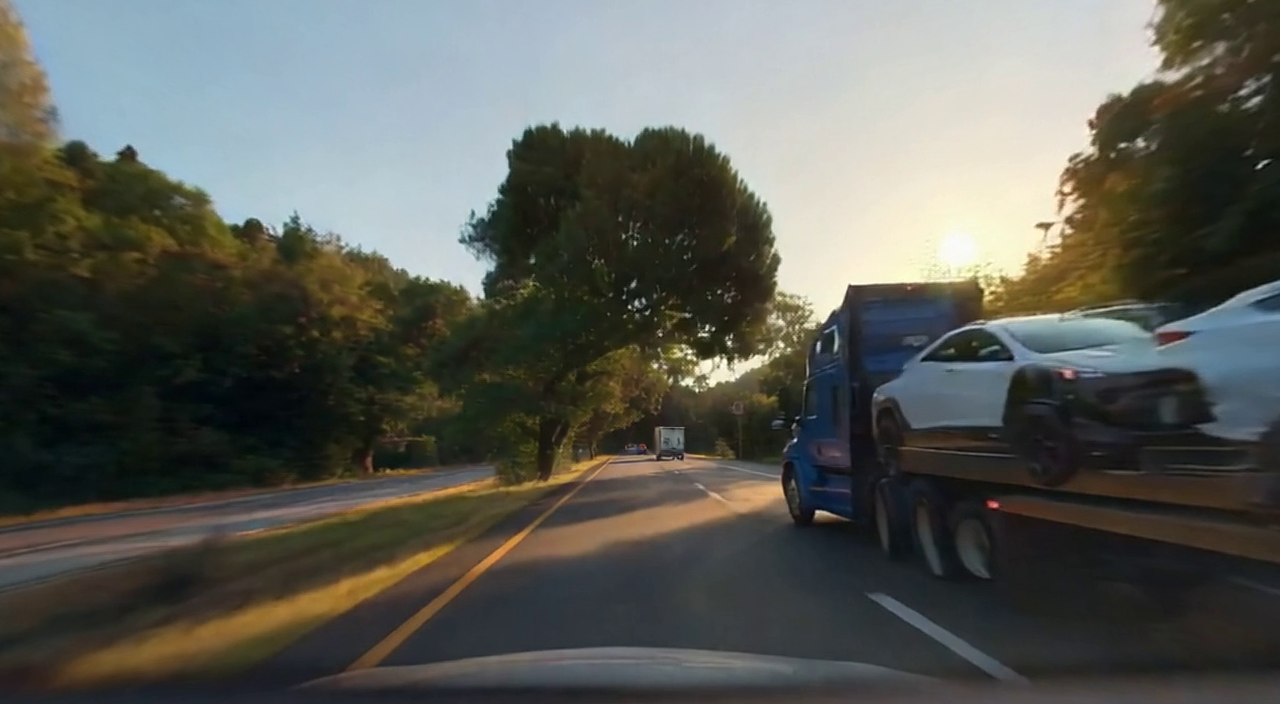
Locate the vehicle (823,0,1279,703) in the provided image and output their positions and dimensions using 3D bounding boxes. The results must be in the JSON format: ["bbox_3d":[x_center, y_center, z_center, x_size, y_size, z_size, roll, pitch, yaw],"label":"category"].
[{"bbox_3d":[4.379,-0.398,0.579,2.846,3.782,16.985,0,-8,-2],"label":"vehicle"}]
